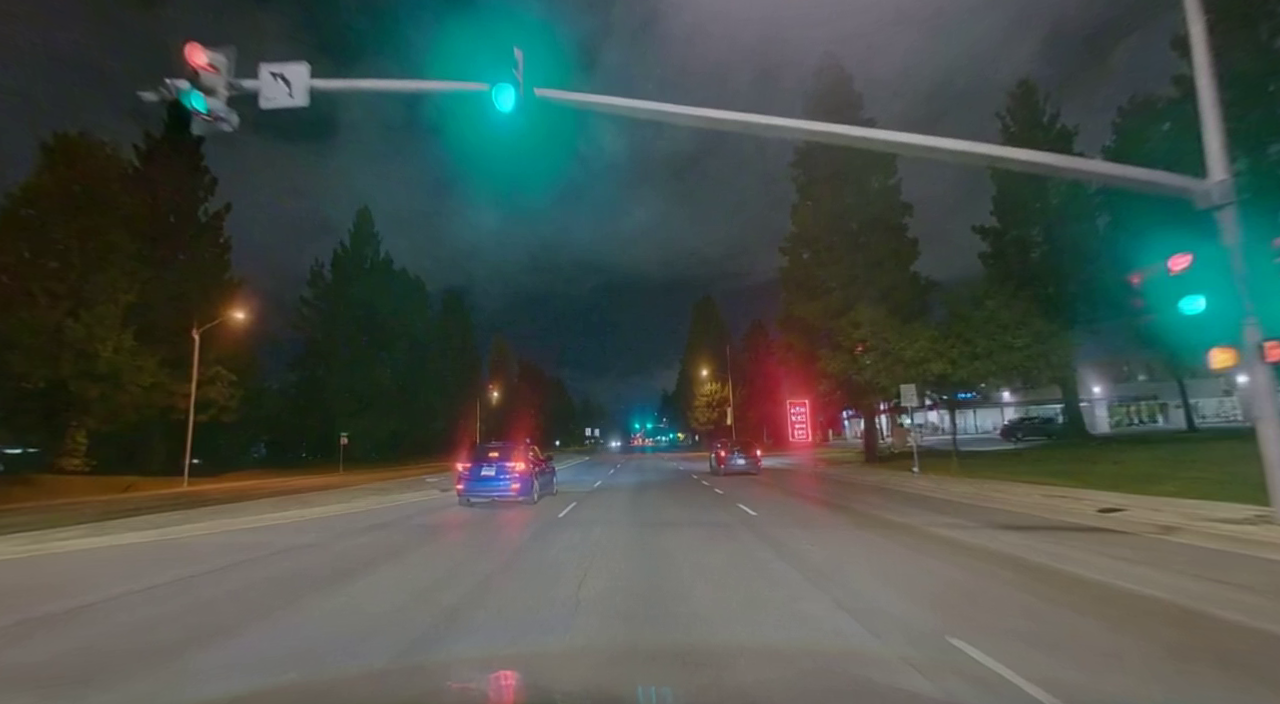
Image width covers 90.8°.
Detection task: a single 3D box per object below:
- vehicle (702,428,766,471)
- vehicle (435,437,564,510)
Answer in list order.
[{"bbox_3d":[4.716,5.028,32.728,2.476,2.016,5.586,0,-8,0],"label":"vehicle"},{"bbox_3d":[-3.118,2.775,15.008,2.017,1.470,4.293,0,-8,1],"label":"vehicle"}]
